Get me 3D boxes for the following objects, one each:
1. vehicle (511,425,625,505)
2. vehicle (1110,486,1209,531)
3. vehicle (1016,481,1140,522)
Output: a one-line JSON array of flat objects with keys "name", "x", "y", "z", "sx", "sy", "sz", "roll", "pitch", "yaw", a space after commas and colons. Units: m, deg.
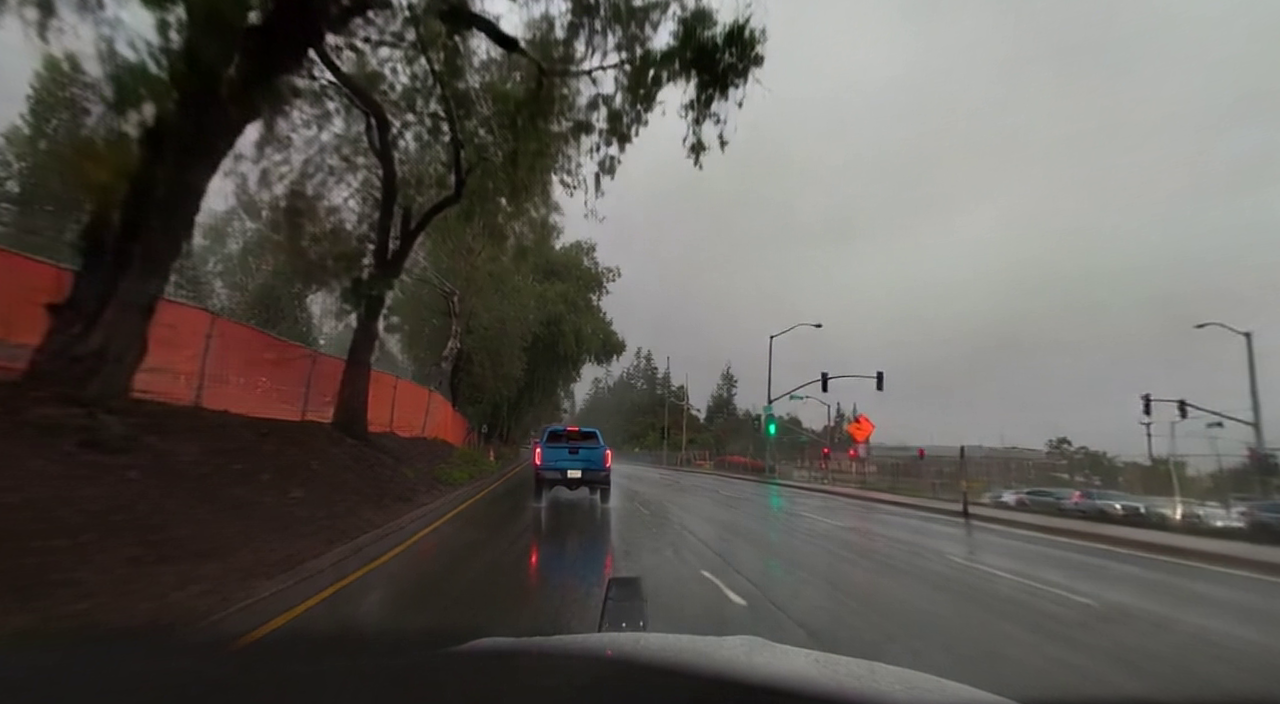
[{"name": "vehicle", "x": -1.733, "y": 2.830, "z": 16.285, "sx": 2.436, "sy": 1.698, "sz": 5.322, "roll": 0, "pitch": -8, "yaw": -4}, {"name": "vehicle", "x": 23.606, "y": 7.066, "z": 28.826, "sx": 1.751, "sy": 1.576, "sz": 3.933, "roll": 8, "pitch": -10, "yaw": 10}, {"name": "vehicle", "x": 18.871, "y": 6.446, "z": 27.448, "sx": 1.808, "sy": 1.467, "sz": 4.360, "roll": 2, "pitch": -10, "yaw": -9}]
